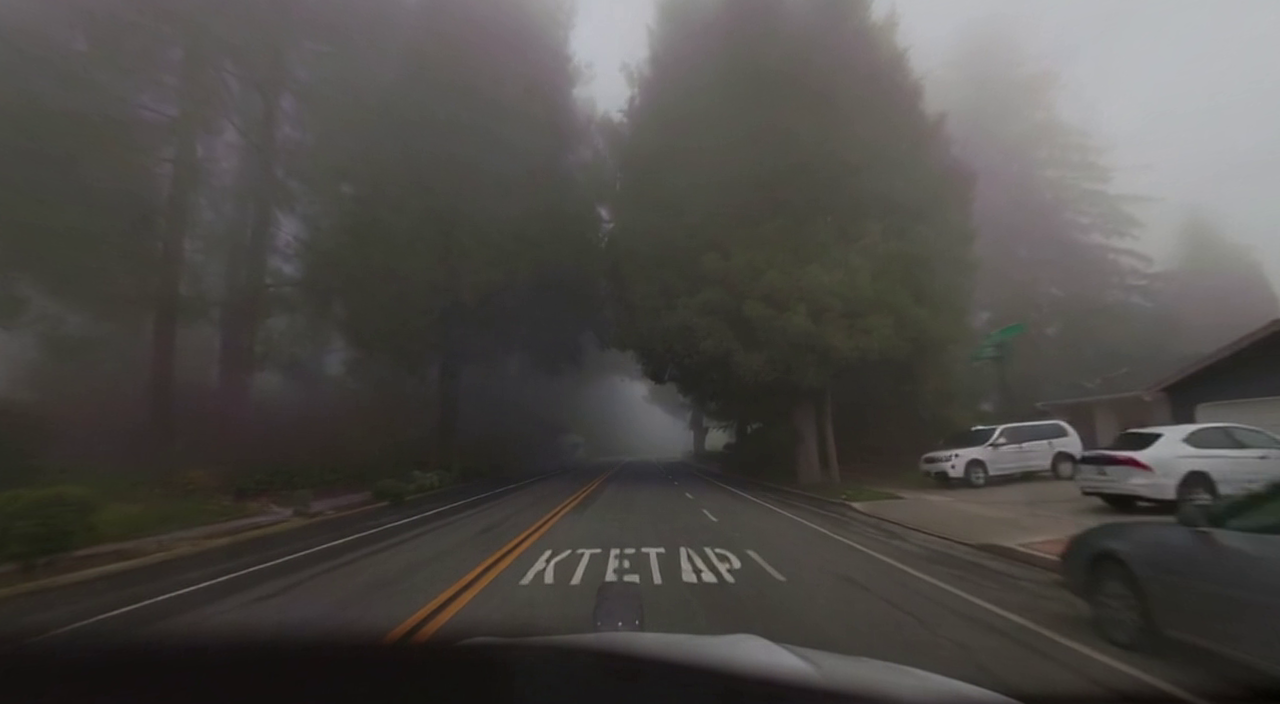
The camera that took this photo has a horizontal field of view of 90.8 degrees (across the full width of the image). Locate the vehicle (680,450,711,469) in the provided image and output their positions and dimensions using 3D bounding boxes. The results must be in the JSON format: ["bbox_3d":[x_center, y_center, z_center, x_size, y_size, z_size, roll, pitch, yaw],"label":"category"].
[{"bbox_3d":[4.069,7.921,46.732,1.855,1.338,3.872,0,-9,-1],"label":"vehicle"}]

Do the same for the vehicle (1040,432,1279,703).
[{"bbox_3d":[4.224,1.123,2.807,1.988,1.537,4.350,0,-9,-1],"label":"vehicle"}]

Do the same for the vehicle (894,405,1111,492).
[{"bbox_3d":[10.930,2.953,19.416,5.148,1.978,2.126,-6,-8,2],"label":"vehicle"}]
